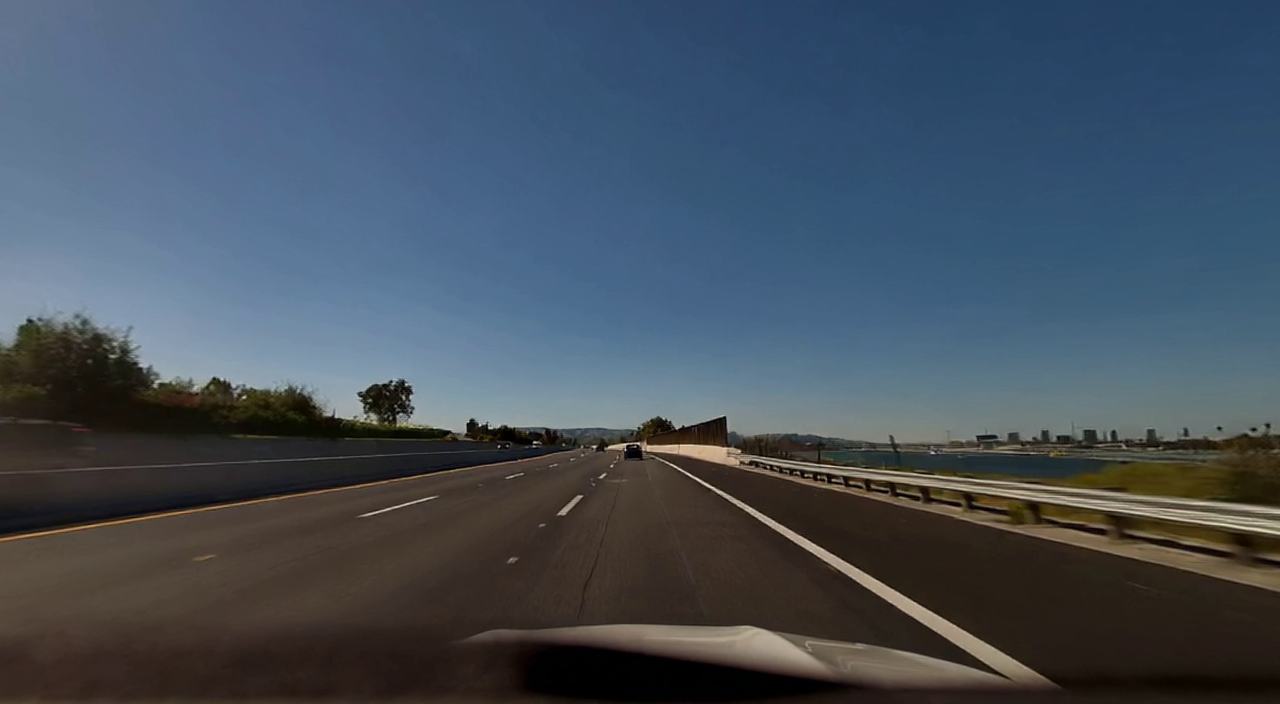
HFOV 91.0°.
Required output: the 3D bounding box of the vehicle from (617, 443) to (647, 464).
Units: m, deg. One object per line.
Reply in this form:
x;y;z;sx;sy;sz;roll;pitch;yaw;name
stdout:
-0.596;7.508;46.699;2.083;1.524;4.251;0;-8;0;vehicle
